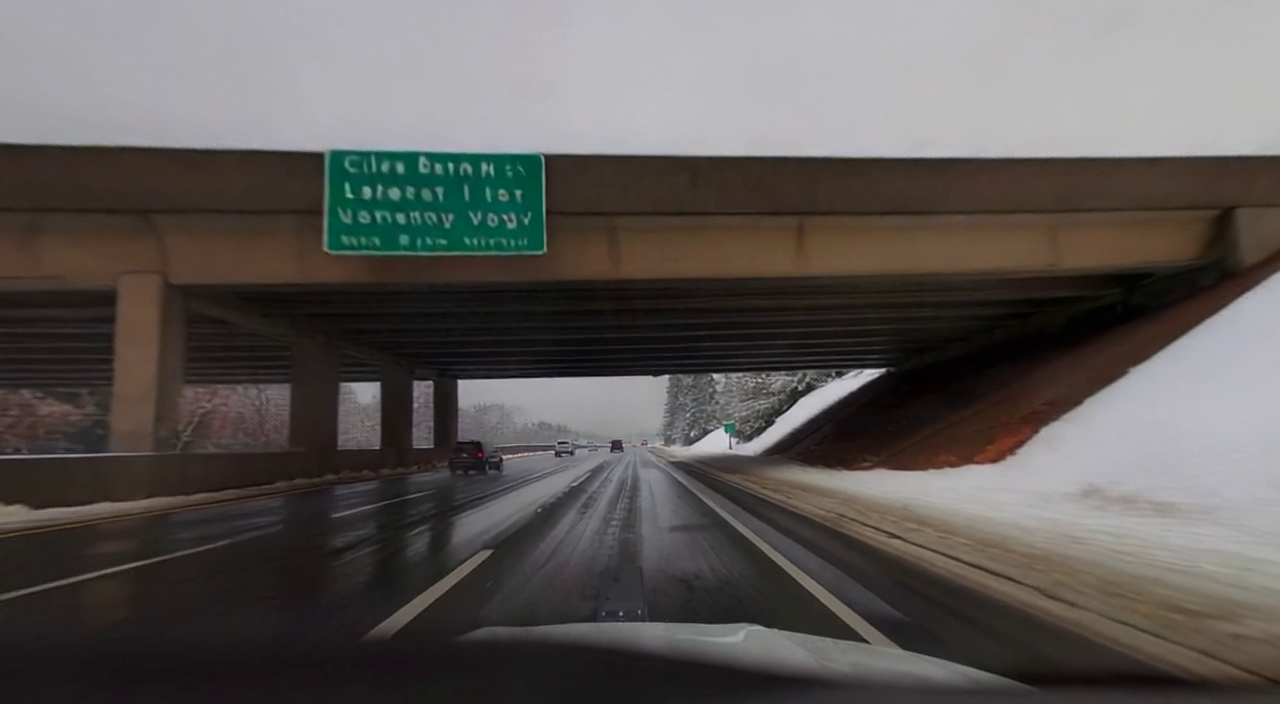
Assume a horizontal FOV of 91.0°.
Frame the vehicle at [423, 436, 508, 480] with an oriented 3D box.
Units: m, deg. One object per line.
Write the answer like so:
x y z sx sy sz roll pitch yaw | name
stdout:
-7.399 4.541 27.352 2.169 1.701 5.113 0 -8 0 | vehicle
